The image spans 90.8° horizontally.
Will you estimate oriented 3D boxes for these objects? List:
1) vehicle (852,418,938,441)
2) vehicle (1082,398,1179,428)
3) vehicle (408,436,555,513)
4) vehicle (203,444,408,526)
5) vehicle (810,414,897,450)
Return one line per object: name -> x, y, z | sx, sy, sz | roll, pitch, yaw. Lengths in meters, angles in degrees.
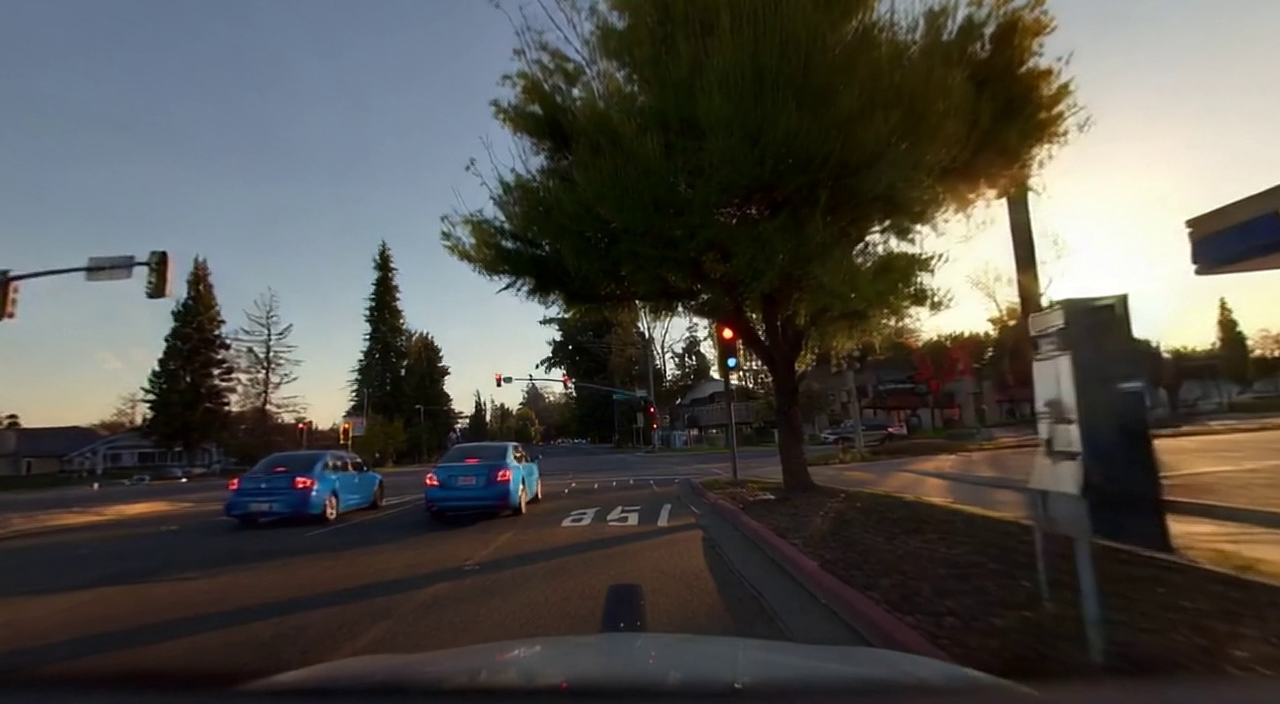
vehicle -> 16.597, 5.089, 41.279 | 4.712, 1.466, 1.962 | 0, -9, -1
vehicle -> 32.178, 4.015, 41.510 | 4.630, 1.824, 2.031 | 0, -8, -2
vehicle -> -3.366, 2.705, 14.552 | 2.054, 1.449, 4.772 | 0, -8, 1
vehicle -> -6.714, 2.671, 13.336 | 1.966, 1.439, 4.161 | 0, -8, 1
vehicle -> 12.812, 4.830, 38.054 | 4.428, 1.501, 1.884 | -7, -8, -2
